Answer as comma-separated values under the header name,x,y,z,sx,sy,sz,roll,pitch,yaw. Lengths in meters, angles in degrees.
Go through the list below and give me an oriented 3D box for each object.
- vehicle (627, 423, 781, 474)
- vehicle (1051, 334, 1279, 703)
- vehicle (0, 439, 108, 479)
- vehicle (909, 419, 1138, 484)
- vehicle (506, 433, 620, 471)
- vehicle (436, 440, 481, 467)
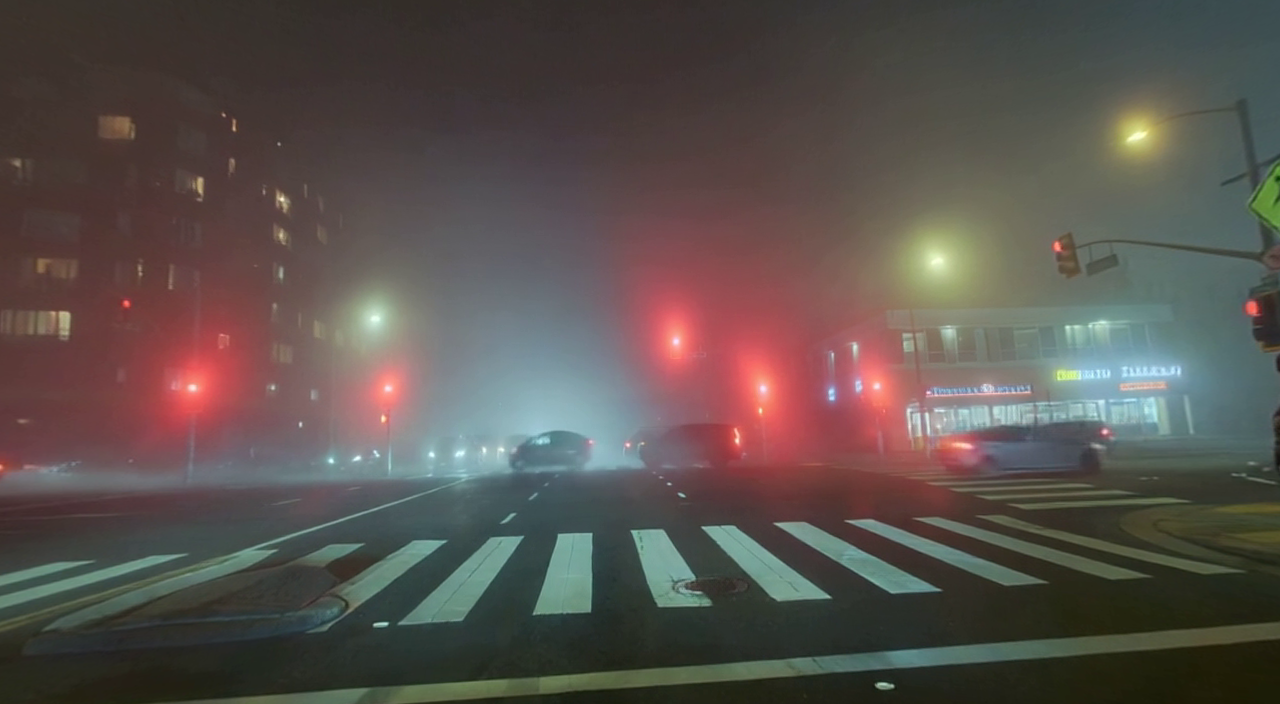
name,x,y,z,sx,sy,sz,roll,pitch,yaw
vehicle,2.013,3.105,20.443,4.612,1.521,1.811,1,-9,-10
vehicle,2.994,0.605,0.872,1.866,1.654,4.354,0,-8,0
vehicle,-31.545,5.630,33.555,2.205,1.903,5.877,1,-9,-10
vehicle,9.536,2.475,15.892,4.758,1.480,1.849,1,-8,-10
vehicle,-3.127,4.088,25.929,4.475,1.458,1.681,1,-9,-8
vehicle,-10.880,6.100,38.215,1.885,1.545,4.124,1,-8,-6
